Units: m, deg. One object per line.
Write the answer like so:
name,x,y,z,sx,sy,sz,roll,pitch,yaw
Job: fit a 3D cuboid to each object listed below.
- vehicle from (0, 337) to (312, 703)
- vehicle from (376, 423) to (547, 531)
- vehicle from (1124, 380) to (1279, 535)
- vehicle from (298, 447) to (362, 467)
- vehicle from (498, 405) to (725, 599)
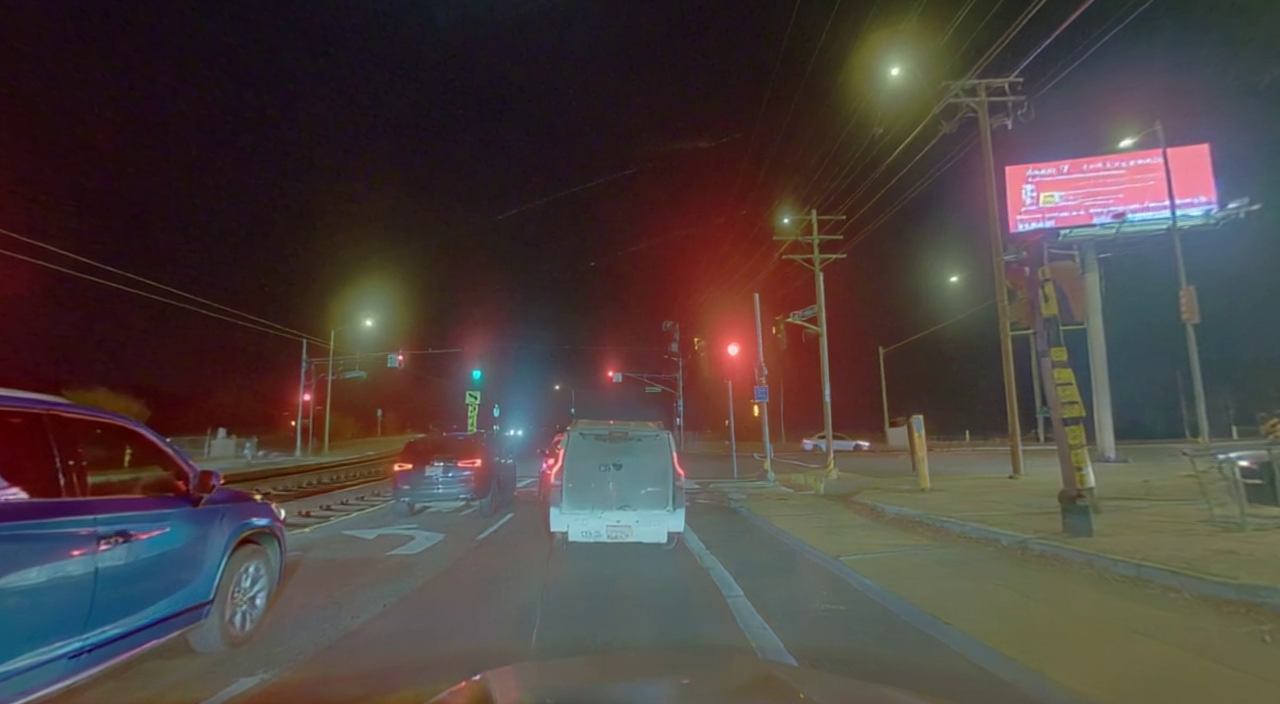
vehicle,-3.936,0.866,2.967,2.052,1.814,5.184,0,-9,-1
vehicle,-3.124,2.290,12.130,1.988,1.678,4.317,0,-9,1
vehicle,9.563,1.332,8.126,5.060,1.702,2.033,1,-9,-4
vehicle,-24.028,8.136,48.956,4.357,1.444,1.842,-3,-9,20
vehicle,-0.261,1.620,7.549,2.025,1.723,3.644,0,-9,0
